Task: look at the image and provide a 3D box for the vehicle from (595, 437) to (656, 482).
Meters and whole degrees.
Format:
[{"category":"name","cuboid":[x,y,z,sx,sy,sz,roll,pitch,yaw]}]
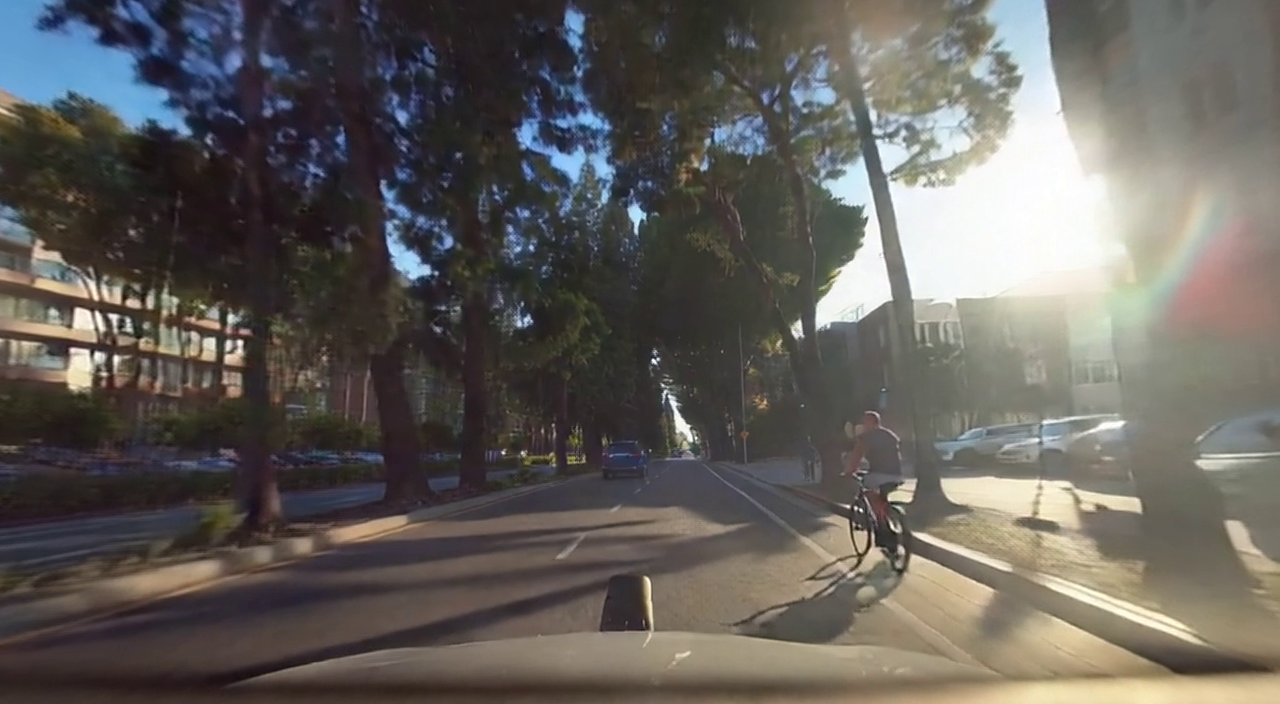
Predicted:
[{"category":"vehicle","cuboid":[-0.552,4.891,28.874,2.294,1.859,5.127,-1,-9,5]}]
